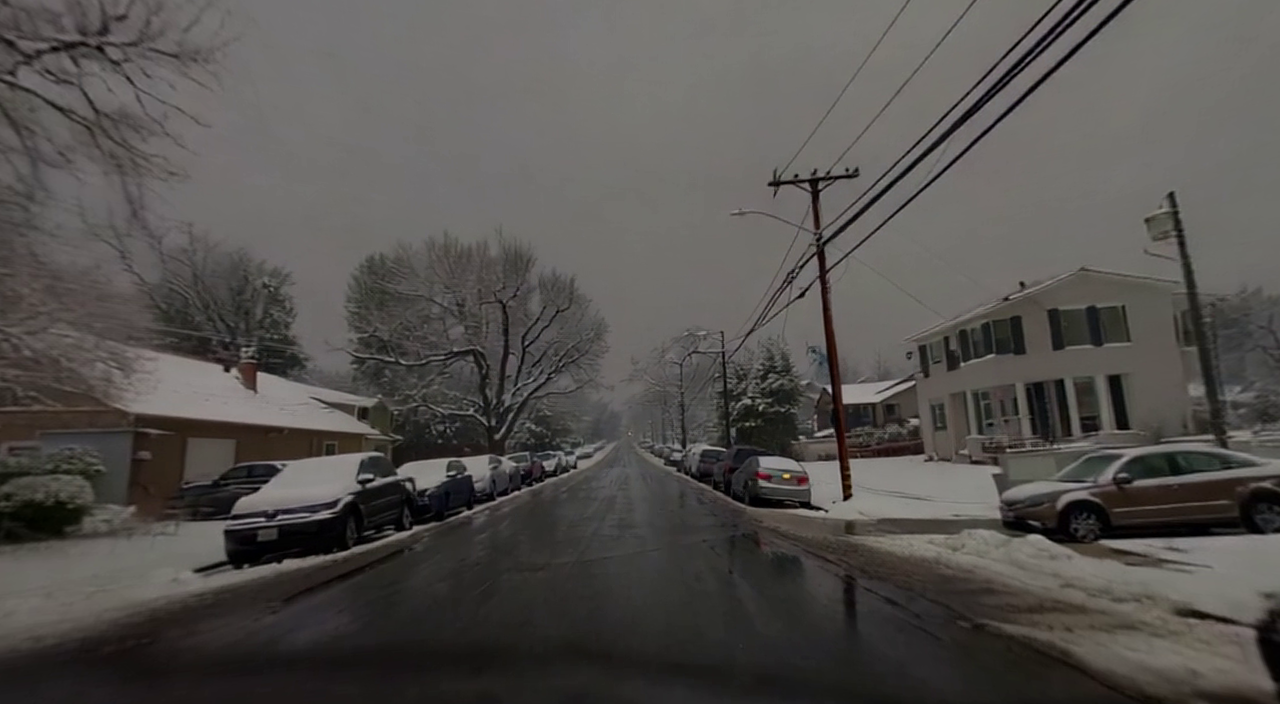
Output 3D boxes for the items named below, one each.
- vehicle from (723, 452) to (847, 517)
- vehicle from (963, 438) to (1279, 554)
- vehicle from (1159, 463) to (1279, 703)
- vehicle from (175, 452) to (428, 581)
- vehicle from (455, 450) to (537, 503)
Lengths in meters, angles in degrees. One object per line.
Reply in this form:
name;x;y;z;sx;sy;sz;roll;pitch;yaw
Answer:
vehicle;3.808;3.563;17.607;2.174;1.504;4.809;0;-9;-2
vehicle;7.811;2.125;9.688;4.546;1.537;2.076;-1;-9;2
vehicle;4.076;0.886;1.154;2.057;1.511;4.858;-4;-11;0
vehicle;-5.385;2.607;10.926;2.032;1.716;4.382;0;-9;-2
vehicle;-5.930;5.164;26.819;2.184;1.958;5.757;0;-9;-1
